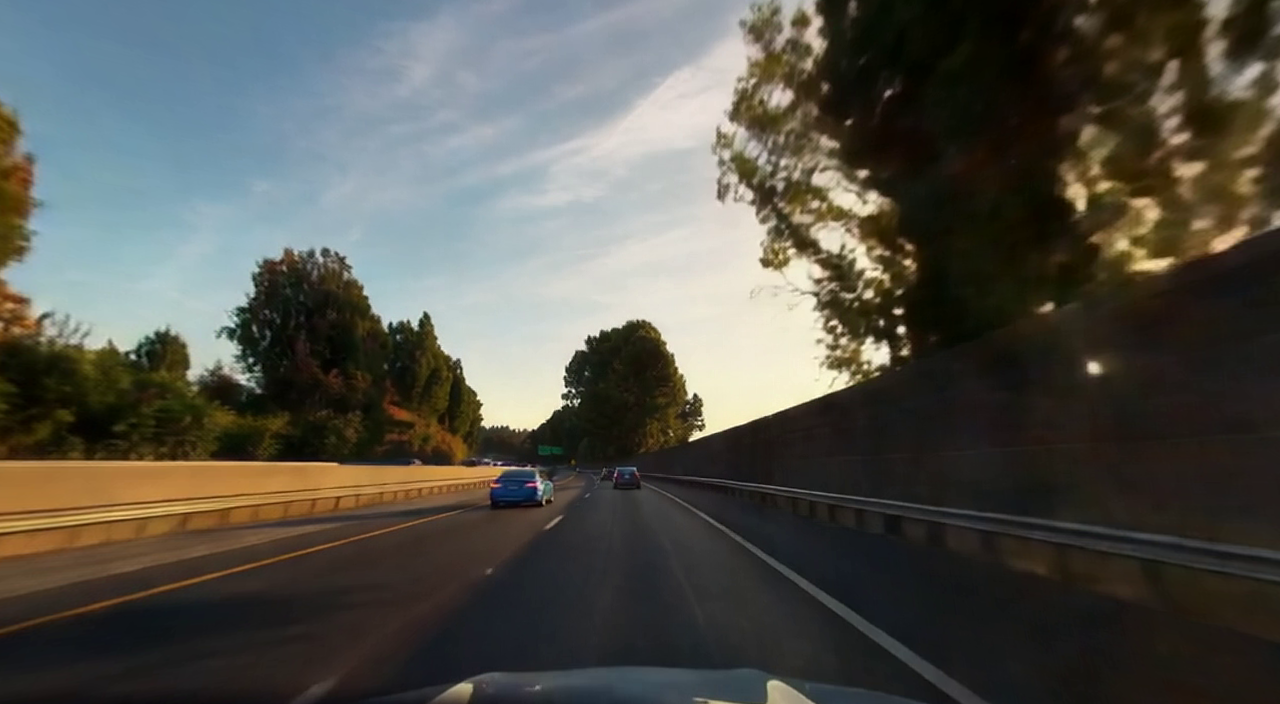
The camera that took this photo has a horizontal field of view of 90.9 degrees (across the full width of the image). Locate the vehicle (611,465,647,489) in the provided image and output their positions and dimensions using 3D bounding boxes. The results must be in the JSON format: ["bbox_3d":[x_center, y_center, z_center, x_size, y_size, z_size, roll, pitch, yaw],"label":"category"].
[{"bbox_3d":[-0.751,8.803,44.410,2.363,1.526,4.687,1,-11,-1],"label":"vehicle"}]

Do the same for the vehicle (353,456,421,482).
[{"bbox_3d":[-16.066,7.493,40.334,2.344,1.480,5.004,1,-11,-1],"label":"vehicle"}]

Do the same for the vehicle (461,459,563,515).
[{"bbox_3d":[-3.920,4.286,20.294,2.310,1.521,4.731,1,-11,-1],"label":"vehicle"}]
